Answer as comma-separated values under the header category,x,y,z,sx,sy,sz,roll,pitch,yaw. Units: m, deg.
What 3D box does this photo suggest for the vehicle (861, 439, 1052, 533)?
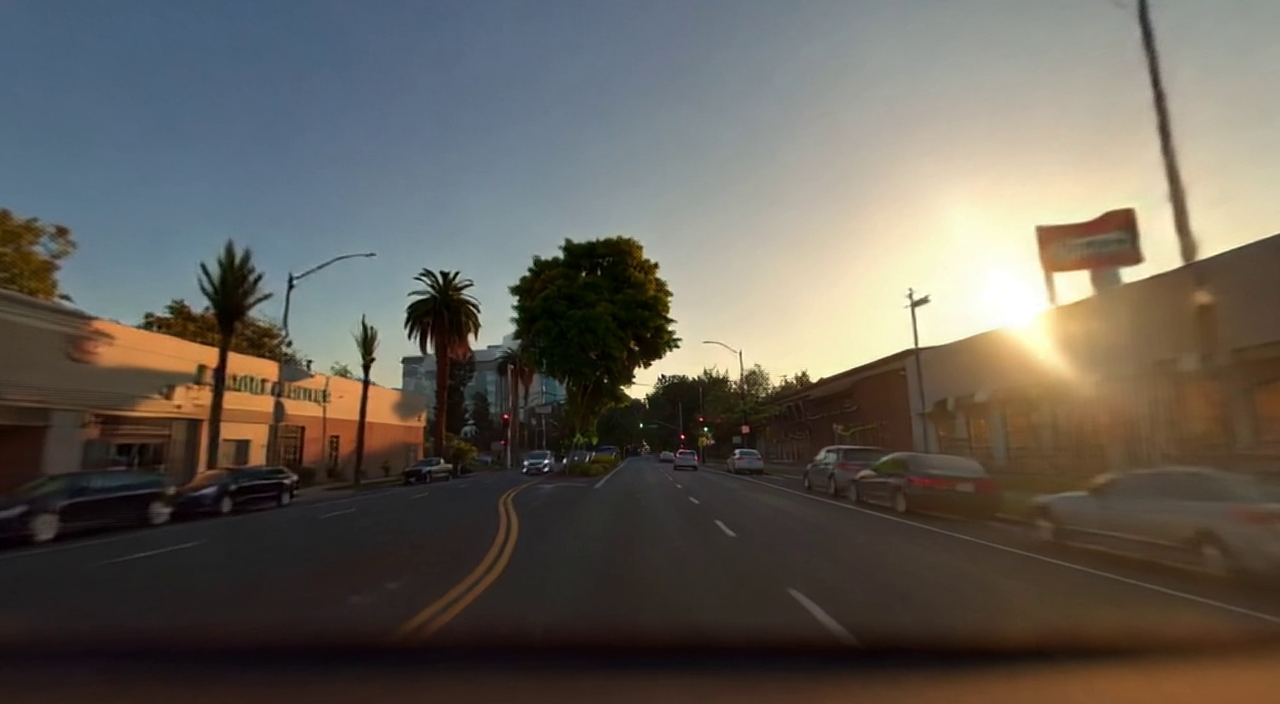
category,x,y,z,sx,sy,sz,roll,pitch,yaw
vehicle,6.577,2.788,13.809,1.861,1.695,4.283,0,-9,-1

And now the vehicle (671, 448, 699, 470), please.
category,x,y,z,sx,sy,sz,roll,pitch,yaw
vehicle,3.239,7.798,46.107,1.896,1.501,3.625,0,-9,1

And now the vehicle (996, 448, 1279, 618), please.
category,x,y,z,sx,sy,sz,roll,pitch,yaw
vehicle,6.650,1.947,7.728,1.831,1.504,4.498,0,-9,-2

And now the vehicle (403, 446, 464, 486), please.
category,x,y,z,sx,sy,sz,roll,pitch,yaw
vehicle,-12.510,7.052,38.606,2.217,1.976,4.738,-1,-15,-2

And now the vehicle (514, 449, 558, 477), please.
category,x,y,z,sx,sy,sz,roll,pitch,yaw
vehicle,-6.201,6.654,38.149,2.010,1.538,3.871,0,-9,0

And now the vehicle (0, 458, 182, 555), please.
category,x,y,z,sx,sy,sz,roll,pitch,yaw
vehicle,-12.655,3.296,13.500,1.975,1.570,5.265,-8,-7,-3

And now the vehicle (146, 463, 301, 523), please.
category,x,y,z,sx,sy,sz,roll,pitch,yaw
vehicle,-12.649,4.275,19.629,1.838,1.515,4.432,0,-9,-1

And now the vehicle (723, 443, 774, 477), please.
category,x,y,z,sx,sy,sz,roll,pitch,yaw
vehicle,6.560,6.591,38.841,2.128,1.887,5.602,0,-9,0

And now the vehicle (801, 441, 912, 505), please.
category,x,y,z,sx,sy,sz,roll,pitch,yaw
vehicle,6.568,3.697,19.753,1.846,1.739,4.525,0,-9,0
